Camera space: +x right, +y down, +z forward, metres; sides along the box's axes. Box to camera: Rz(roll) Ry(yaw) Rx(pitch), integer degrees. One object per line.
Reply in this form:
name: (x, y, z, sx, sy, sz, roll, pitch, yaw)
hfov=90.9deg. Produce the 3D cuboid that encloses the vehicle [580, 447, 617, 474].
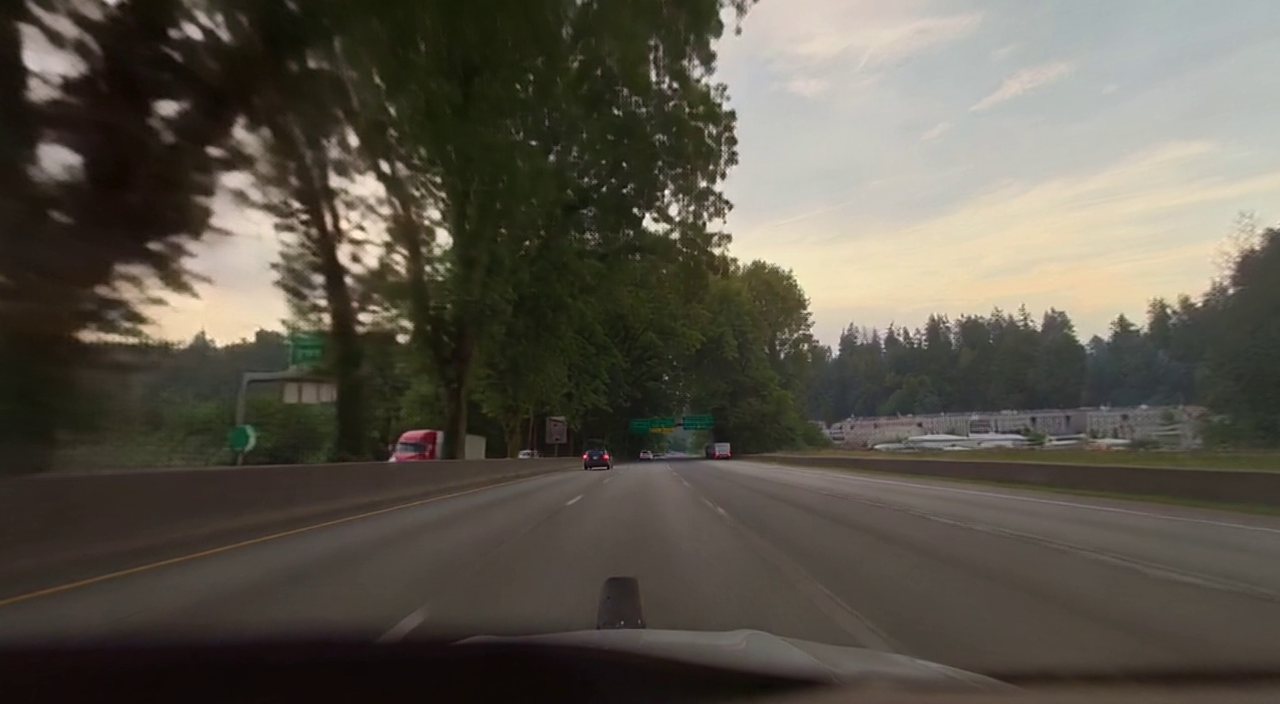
vehicle: (-2.688, 7.174, 41.866, 2.086, 1.650, 4.122, 0, -9, 2)
